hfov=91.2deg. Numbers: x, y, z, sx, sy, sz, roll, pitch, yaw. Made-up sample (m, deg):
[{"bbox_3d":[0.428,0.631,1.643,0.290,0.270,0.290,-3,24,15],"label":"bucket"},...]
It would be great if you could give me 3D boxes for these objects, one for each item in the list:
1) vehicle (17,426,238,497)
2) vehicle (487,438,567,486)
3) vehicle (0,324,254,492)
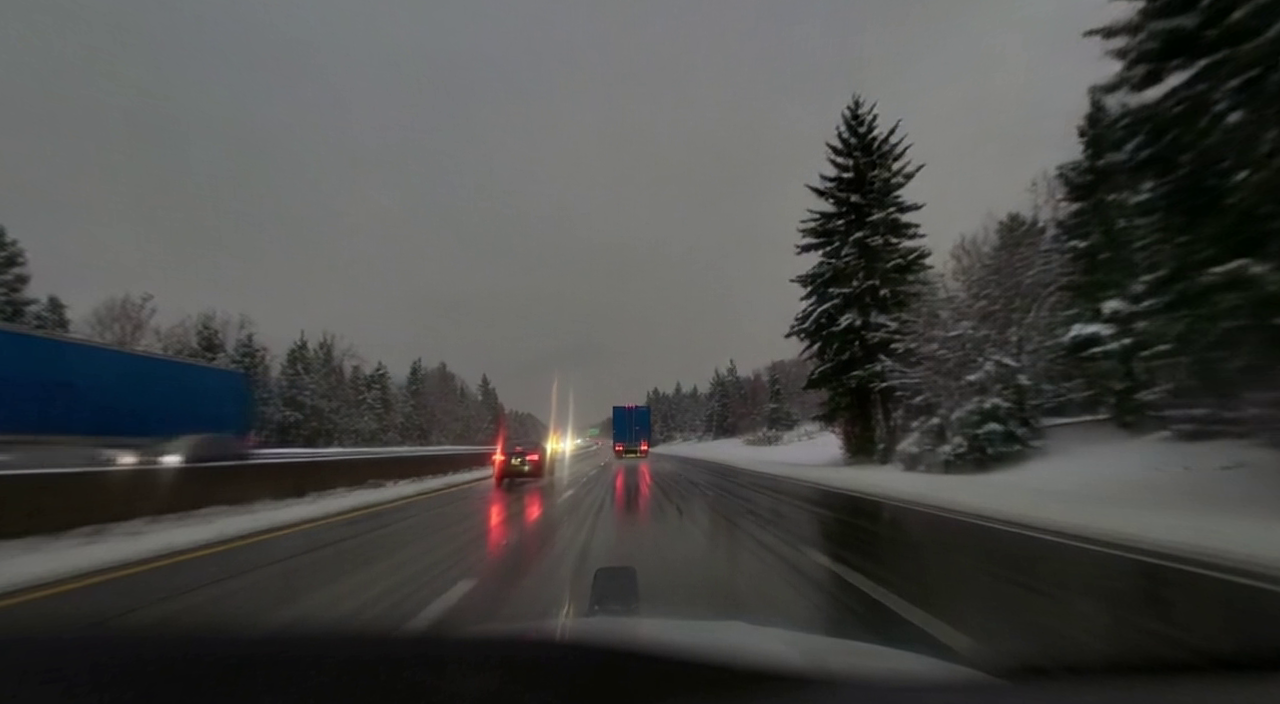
[{"bbox_3d":[-13.010,2.805,16.415,2.004,1.564,4.488,0,-9,-1],"label":"vehicle"},{"bbox_3d":[-3.978,3.962,22.862,2.057,1.519,4.372,-1,-9,1],"label":"vehicle"},{"bbox_3d":[-17.312,1.891,18.685,2.937,4.088,14.102,0,-9,-1],"label":"vehicle"}]
